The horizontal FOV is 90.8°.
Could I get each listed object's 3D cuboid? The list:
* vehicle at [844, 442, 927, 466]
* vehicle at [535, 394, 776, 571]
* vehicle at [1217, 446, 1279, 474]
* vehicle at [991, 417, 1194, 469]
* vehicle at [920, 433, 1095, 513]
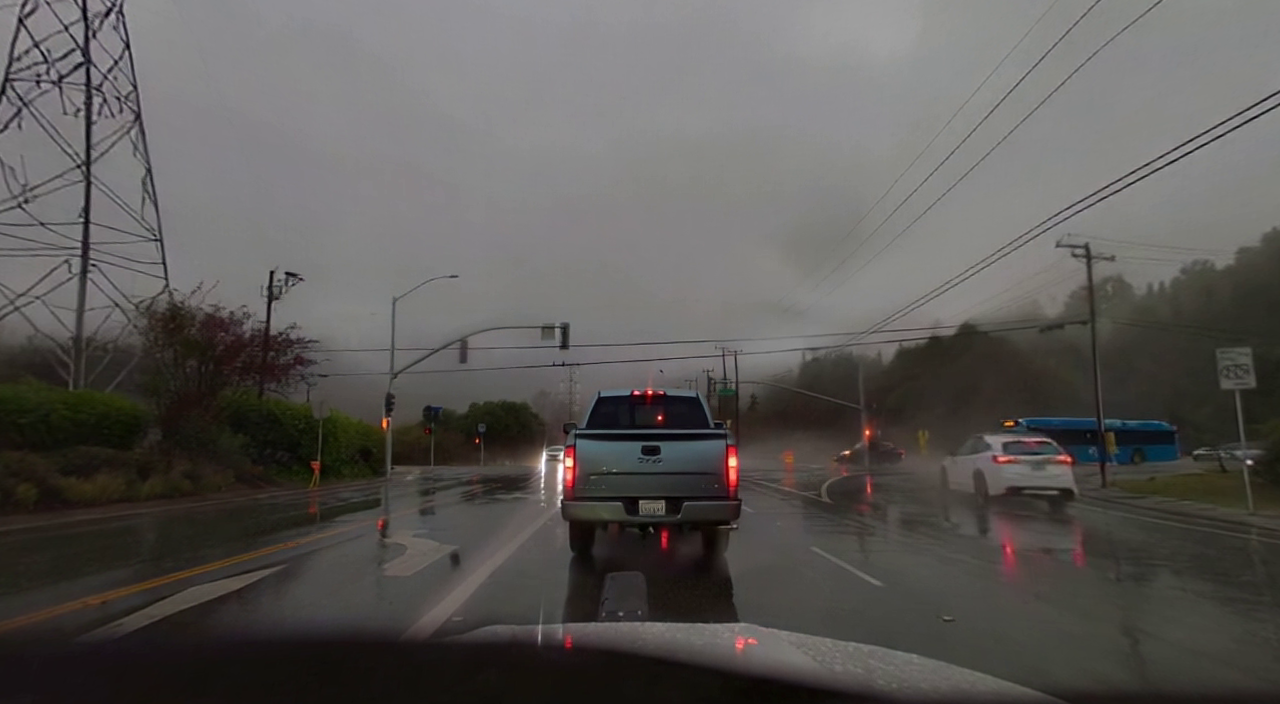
[{"bbox_3d":[15.944,6.642,41.240,4.578,1.490,1.935,-1,-8,3],"label":"vehicle"},{"bbox_3d":[0.129,1.875,9.957,2.707,1.964,5.485,0,-8,-1],"label":"vehicle"},{"bbox_3d":[41.373,7.022,41.257,5.426,1.728,1.999,0,-8,-2],"label":"vehicle"},{"bbox_3d":[29.258,5.959,41.269,10.726,3.128,3.003,-1,-8,1],"label":"vehicle"},{"bbox_3d":[8.027,2.650,14.381,2.060,1.496,4.520,-2,-9,12],"label":"vehicle"}]
